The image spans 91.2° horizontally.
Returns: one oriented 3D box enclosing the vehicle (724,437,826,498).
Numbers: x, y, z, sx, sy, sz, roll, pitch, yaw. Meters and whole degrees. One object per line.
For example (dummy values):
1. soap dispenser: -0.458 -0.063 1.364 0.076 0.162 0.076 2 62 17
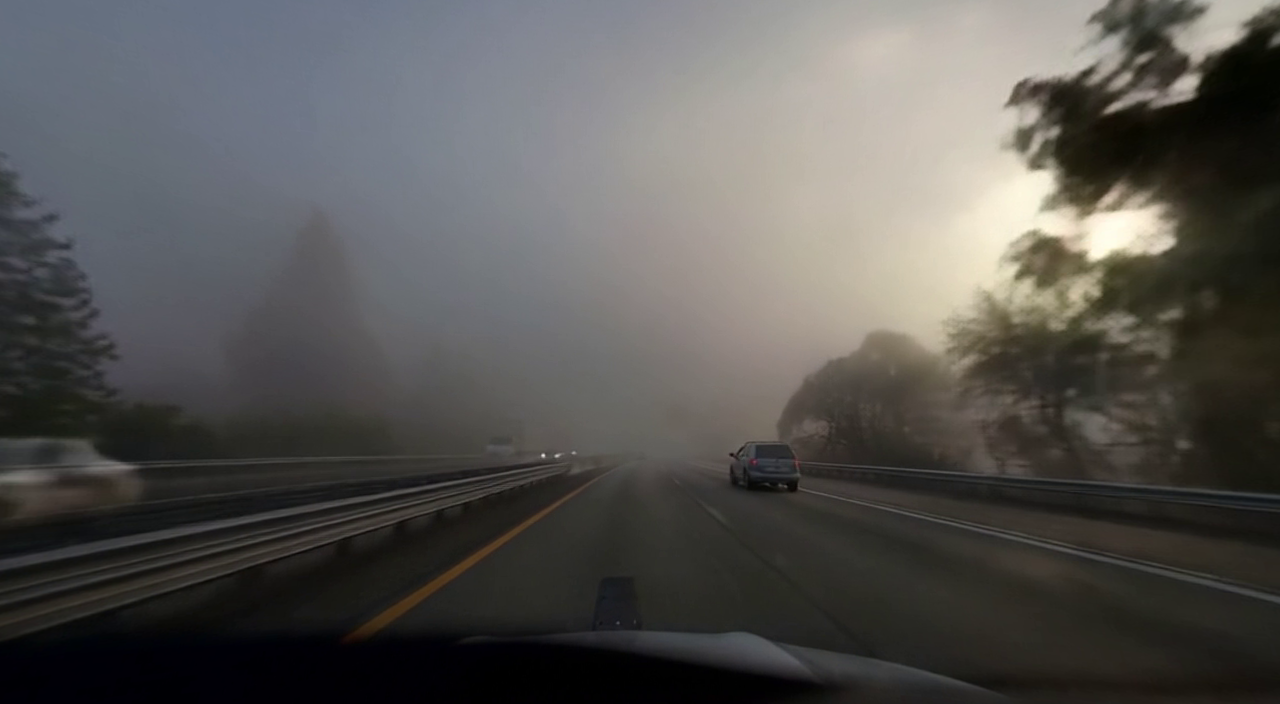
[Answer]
1. vehicle: 4.047 3.548 19.682 2.089 1.660 4.729 0 -9 -1
